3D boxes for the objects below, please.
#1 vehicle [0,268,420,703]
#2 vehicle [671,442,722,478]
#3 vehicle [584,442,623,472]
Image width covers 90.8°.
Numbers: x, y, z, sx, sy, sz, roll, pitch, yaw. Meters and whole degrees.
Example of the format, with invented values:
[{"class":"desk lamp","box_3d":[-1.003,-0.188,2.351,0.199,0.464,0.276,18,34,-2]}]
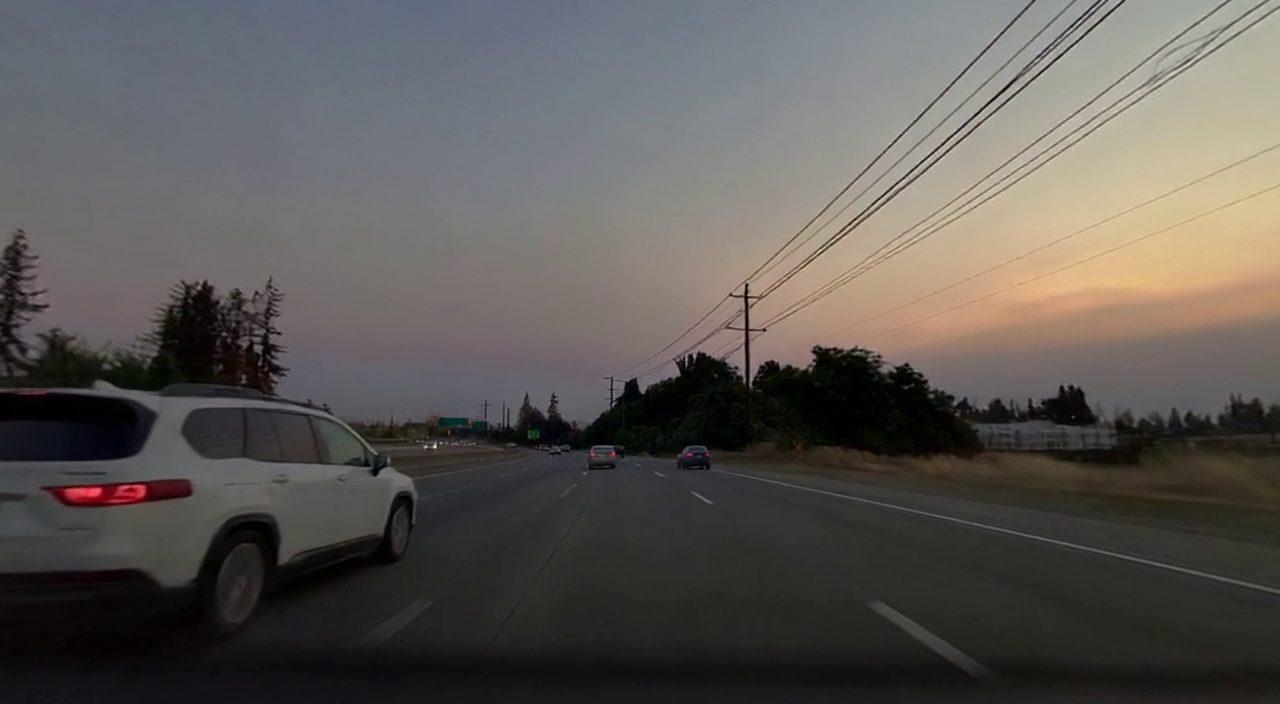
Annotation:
[{"class":"vehicle","box_3d":[-4.100,1.083,5.271,2.475,2.152,5.837,0,-8,-1]},{"class":"vehicle","box_3d":[2.558,4.982,29.411,1.789,1.503,3.897,0,-8,-3]},{"class":"vehicle","box_3d":[-2.275,6.335,38.364,2.188,1.714,3.921,1,-8,-5]}]
